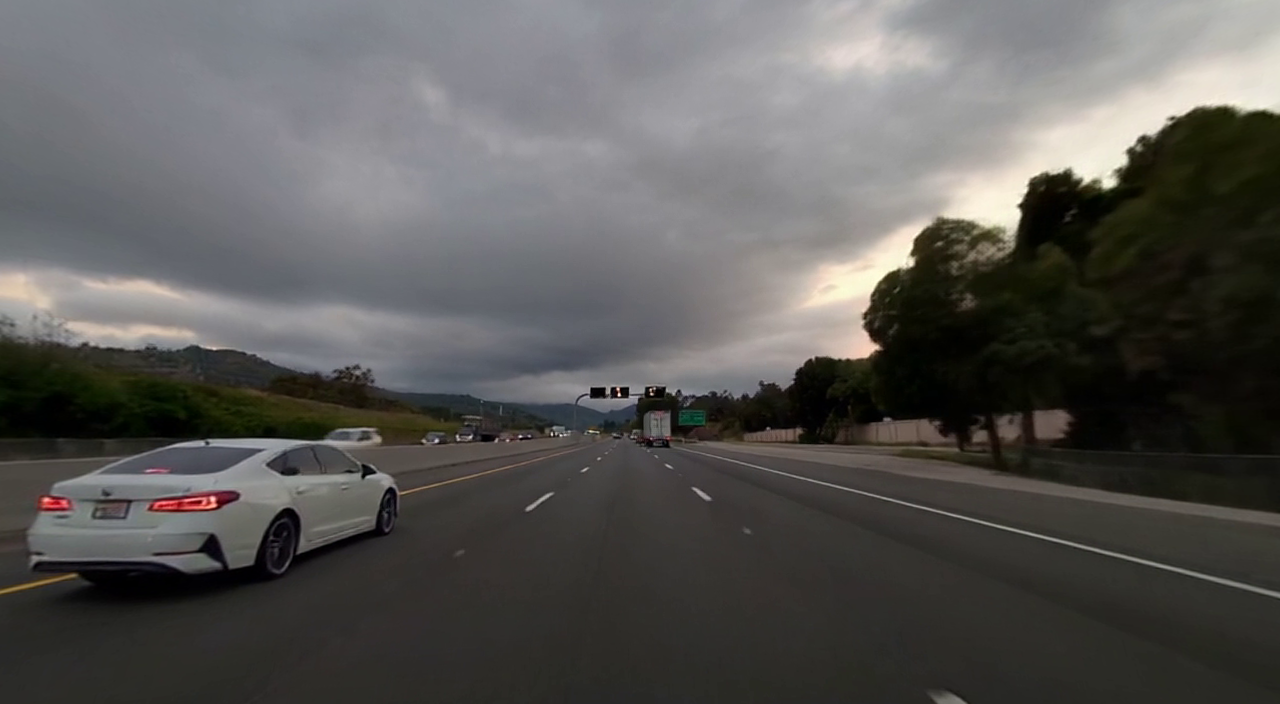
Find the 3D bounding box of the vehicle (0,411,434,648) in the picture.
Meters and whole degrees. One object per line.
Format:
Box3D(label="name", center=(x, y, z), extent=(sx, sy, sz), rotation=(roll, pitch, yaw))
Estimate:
Box3D(label="vehicle", center=(-3.712, 1.389, 6.139), extent=(1.971, 1.444, 4.401), rotation=(0, -8, -1))
